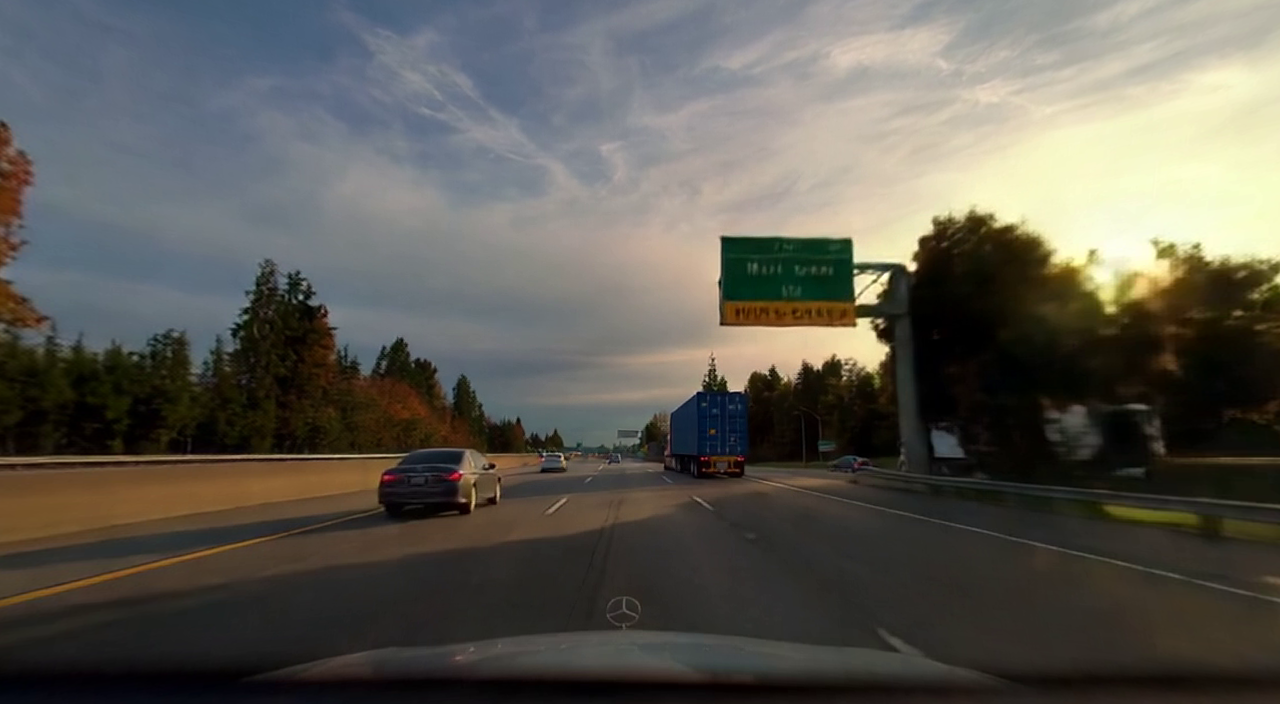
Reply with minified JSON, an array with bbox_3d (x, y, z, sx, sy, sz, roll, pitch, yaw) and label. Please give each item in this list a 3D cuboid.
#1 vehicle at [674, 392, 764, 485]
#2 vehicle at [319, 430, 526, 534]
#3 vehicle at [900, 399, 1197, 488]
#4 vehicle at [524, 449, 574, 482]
[{"bbox_3d":[3.791,4.792,34.083,2.821,4.046,12.876,0,-9,-2],"label":"vehicle"},{"bbox_3d":[-3.969,2.500,12.756,2.370,1.647,5.091,0,-9,0],"label":"vehicle"},{"bbox_3d":[23.666,5.829,39.355,3.081,4.331,17.117,3,-10,-19],"label":"vehicle"},{"bbox_3d":[-4.505,5.690,31.752,2.063,1.532,3.763,0,-9,-1],"label":"vehicle"}]
